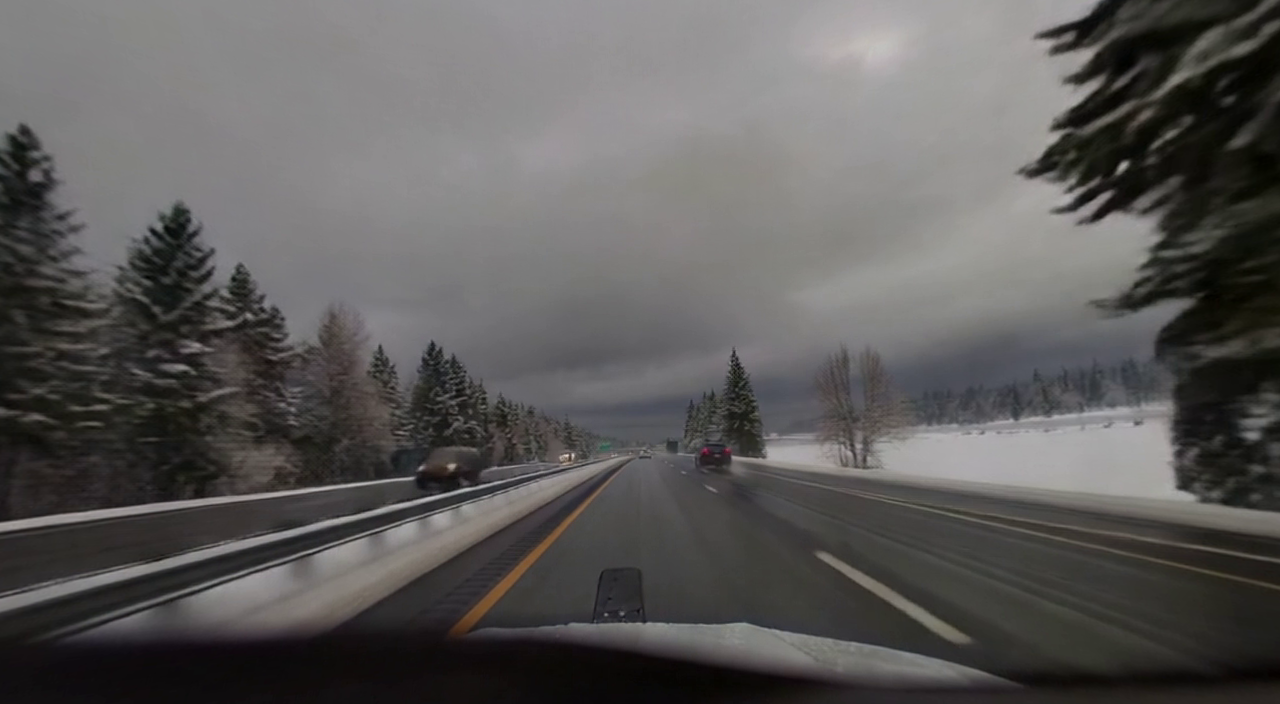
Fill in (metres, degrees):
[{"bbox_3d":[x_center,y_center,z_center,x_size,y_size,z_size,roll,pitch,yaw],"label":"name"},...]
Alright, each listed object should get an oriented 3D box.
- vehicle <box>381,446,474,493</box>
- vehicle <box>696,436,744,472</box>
[{"bbox_3d":[-8.598,4.775,26.019,2.094,1.707,4.766,0,-9,0],"label":"vehicle"},{"bbox_3d":[4.709,6.112,37.808,2.189,2.007,4.872,0,-9,-1],"label":"vehicle"}]
